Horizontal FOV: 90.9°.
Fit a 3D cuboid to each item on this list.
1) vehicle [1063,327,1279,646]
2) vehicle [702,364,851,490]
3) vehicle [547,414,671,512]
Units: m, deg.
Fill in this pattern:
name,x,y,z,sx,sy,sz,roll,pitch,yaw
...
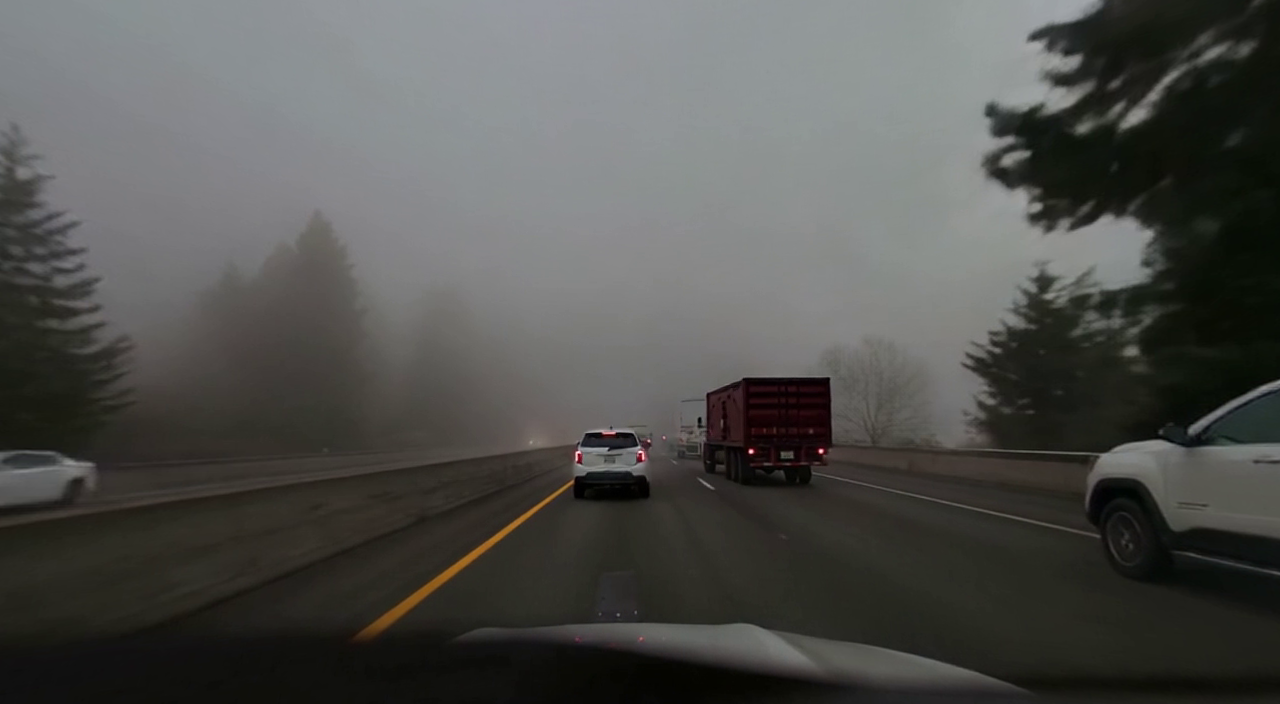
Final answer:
name,x,y,z,sx,sy,sz,roll,pitch,yaw
vehicle,4.856,0.794,3.698,2.011,1.905,3.905,0,-8,1
vehicle,3.708,2.353,19.498,2.723,3.027,8.478,0,-7,0
vehicle,-0.547,2.133,12.660,2.082,1.638,4.055,0,-8,-1
